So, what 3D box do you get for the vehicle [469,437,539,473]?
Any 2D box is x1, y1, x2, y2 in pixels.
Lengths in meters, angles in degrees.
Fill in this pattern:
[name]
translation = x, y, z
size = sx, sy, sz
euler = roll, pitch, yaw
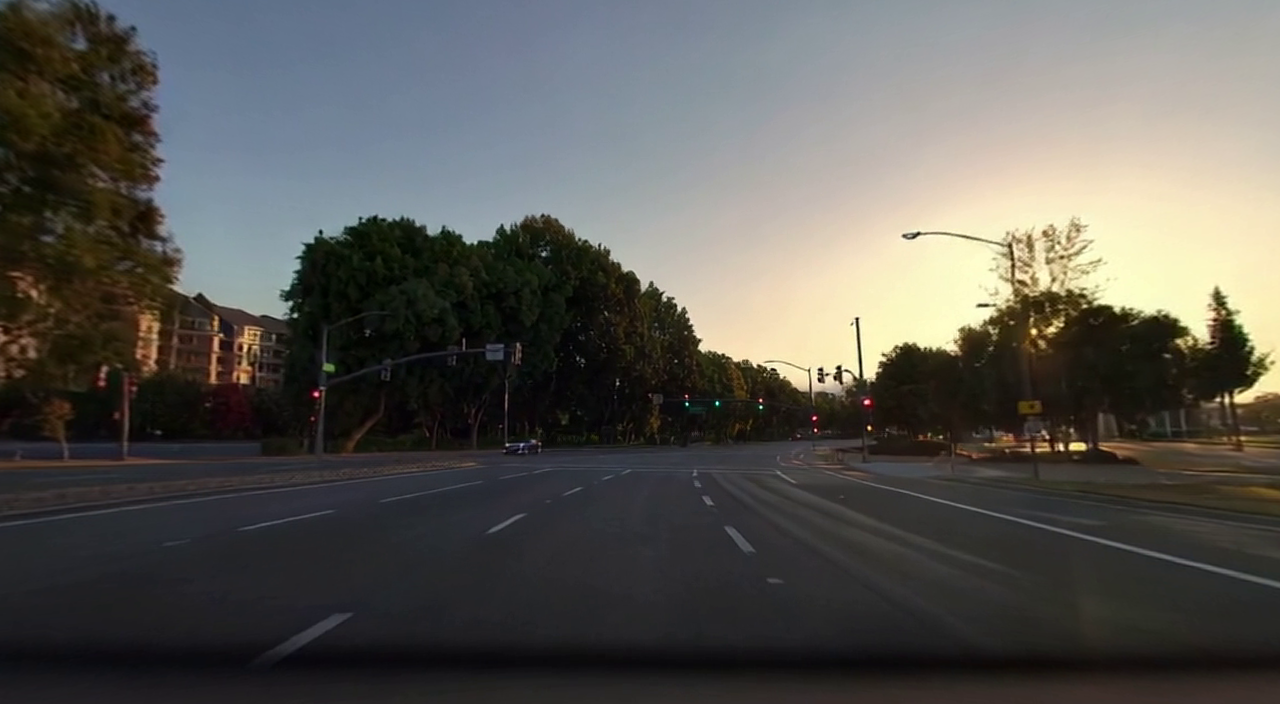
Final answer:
[vehicle]
translation = -6.150, 4.712, 29.147
size = 1.893, 1.503, 4.309
euler = -1, -8, 6
